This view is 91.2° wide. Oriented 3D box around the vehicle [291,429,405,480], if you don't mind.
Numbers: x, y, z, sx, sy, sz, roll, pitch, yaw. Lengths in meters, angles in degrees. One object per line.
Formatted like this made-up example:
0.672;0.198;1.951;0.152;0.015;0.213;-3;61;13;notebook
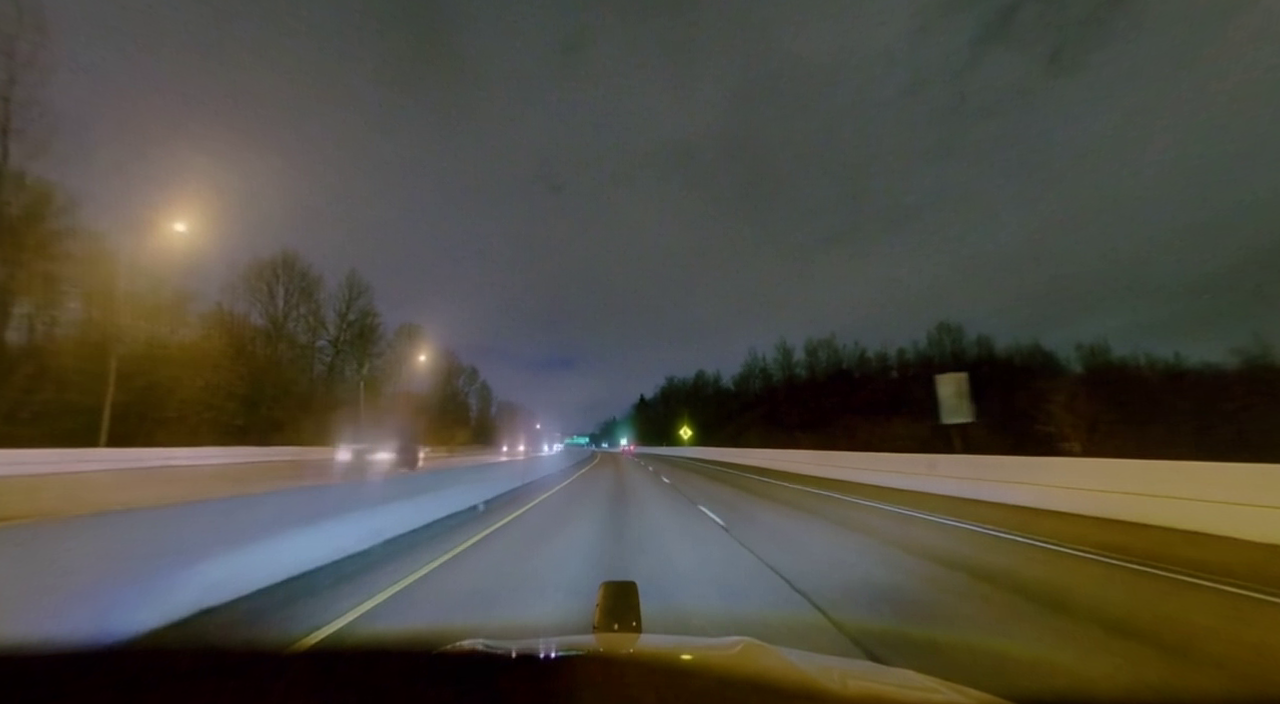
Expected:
-9.697;3.453;21.223;1.877;1.519;4.222;0;-9;-1;vehicle
